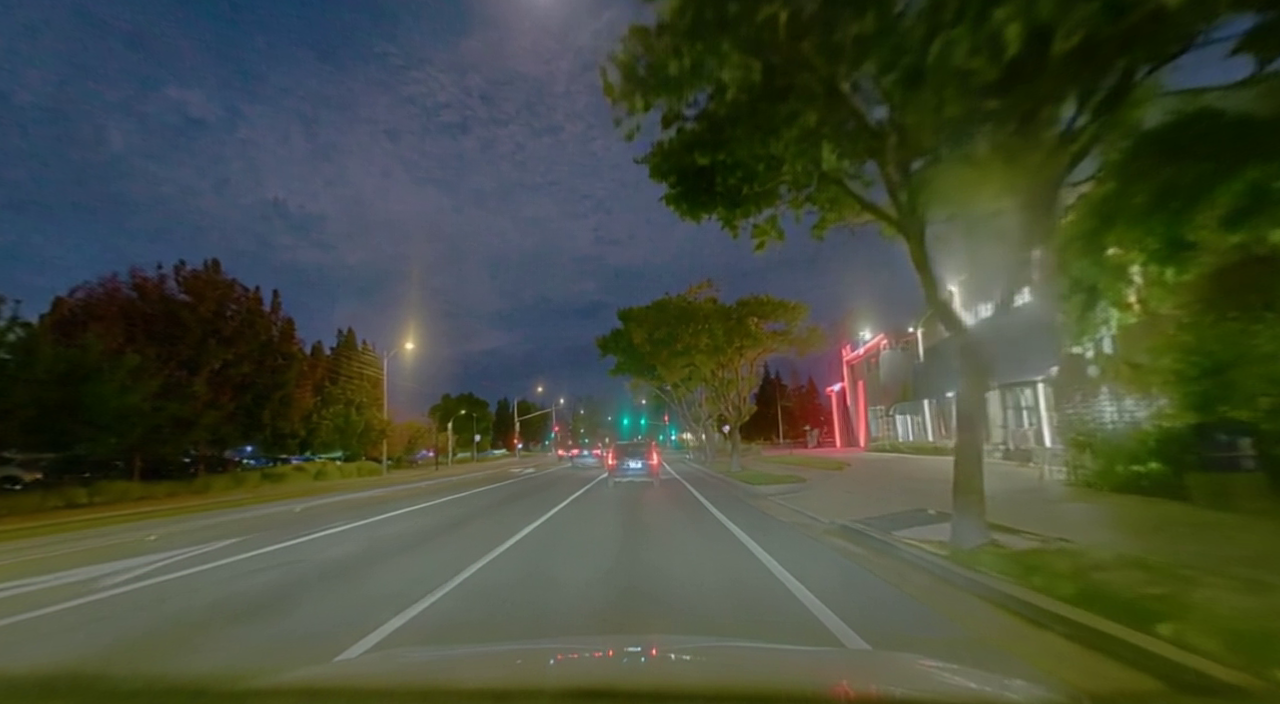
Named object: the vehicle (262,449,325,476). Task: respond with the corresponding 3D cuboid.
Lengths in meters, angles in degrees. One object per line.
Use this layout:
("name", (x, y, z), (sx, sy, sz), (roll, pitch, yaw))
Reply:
("vehicle", (-24.489, 7.804, 44.747), (1.791, 1.724, 4.432), (0, -8, 2))

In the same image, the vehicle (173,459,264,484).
("vehicle", (-26.339, 7.450, 39.442), (4.553, 1.479, 1.768), (-1, -9, 7))

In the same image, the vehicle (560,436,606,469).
("vehicle", (-3.303, 5.975, 37.727), (2.064, 1.859, 5.154), (0, -8, 2))

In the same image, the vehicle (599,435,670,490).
("vehicle", (-0.149, 3.613, 21.026), (2.108, 1.612, 4.246), (0, -8, 0))
